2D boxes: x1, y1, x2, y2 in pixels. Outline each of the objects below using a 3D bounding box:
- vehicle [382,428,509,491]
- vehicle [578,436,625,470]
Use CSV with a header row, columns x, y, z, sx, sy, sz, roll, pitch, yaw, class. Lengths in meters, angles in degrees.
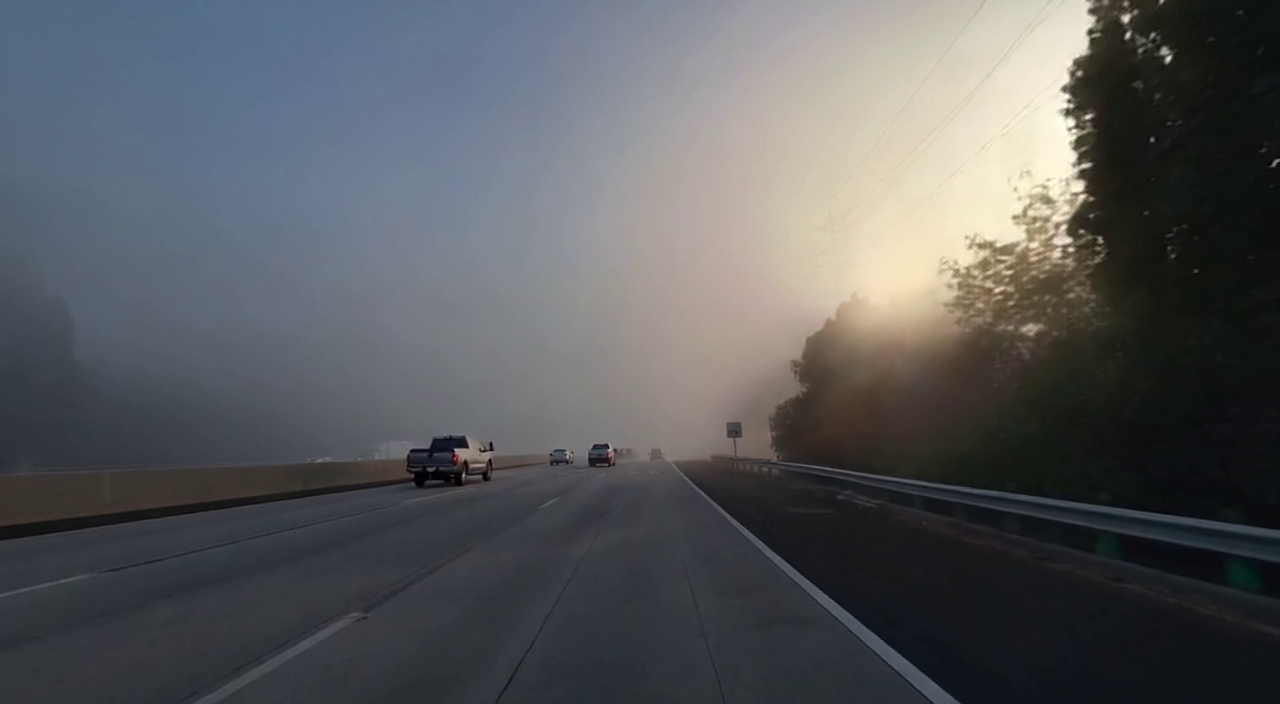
x,y,z,sx,sy,sz,roll,pitch,yaw,class
-6.810,3.872,23.156,2.460,1.992,6.474,0,-8,1,vehicle
-2.377,6.494,40.678,2.448,2.025,5.193,0,-8,3,vehicle
